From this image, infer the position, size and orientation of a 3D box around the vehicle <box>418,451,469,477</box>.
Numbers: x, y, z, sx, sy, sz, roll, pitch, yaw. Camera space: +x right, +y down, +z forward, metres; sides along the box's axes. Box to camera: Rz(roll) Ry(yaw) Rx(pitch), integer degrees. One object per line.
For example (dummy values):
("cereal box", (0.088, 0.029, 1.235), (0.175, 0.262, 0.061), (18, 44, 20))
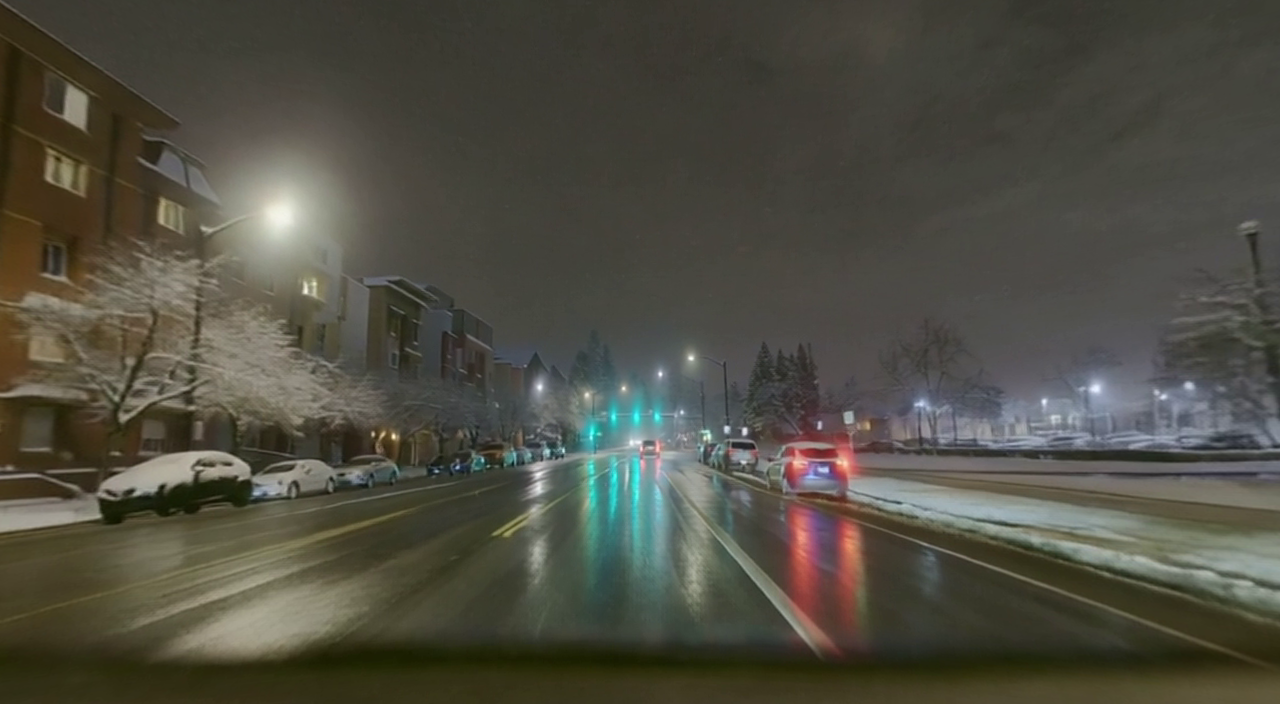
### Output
("vehicle", (-12.329, 7.030, 39.875), (1.926, 1.499, 3.869), (0, -8, 1))

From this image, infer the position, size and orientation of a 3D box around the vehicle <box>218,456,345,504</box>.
("vehicle", (-12.767, 4.555, 22.923), (1.779, 1.433, 4.633), (0, -8, 2))

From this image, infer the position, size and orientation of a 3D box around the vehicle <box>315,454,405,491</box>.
("vehicle", (-12.660, 5.449, 28.944), (1.889, 1.461, 4.608), (0, -8, 2))

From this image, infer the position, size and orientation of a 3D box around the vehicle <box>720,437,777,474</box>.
("vehicle", (5.603, 5.424, 33.309), (2.102, 1.781, 5.470), (0, -8, 0))

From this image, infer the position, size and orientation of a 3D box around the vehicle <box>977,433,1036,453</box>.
("vehicle", (28.414, 7.108, 49.152), (1.790, 1.460, 4.515), (0, -8, -2))

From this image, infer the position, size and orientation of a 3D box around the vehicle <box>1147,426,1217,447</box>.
("vehicle", (41.893, 6.593, 48.938), (1.793, 1.525, 4.157), (0, -8, 2))

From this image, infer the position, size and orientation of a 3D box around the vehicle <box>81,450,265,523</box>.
("vehicle", (-12.669, 3.619, 17.579), (1.908, 1.694, 4.306), (0, -8, -3))

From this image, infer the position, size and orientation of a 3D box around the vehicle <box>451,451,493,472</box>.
("vehicle", (-12.312, 8.023, 46.577), (1.723, 1.418, 4.359), (0, -8, 2))

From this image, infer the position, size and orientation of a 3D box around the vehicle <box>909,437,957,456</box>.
("vehicle", (22.750, 7.347, 49.209), (1.797, 1.425, 3.794), (0, -8, -2))

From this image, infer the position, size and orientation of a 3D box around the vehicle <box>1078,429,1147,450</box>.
("vehicle", (36.612, 6.817, 49.092), (1.780, 1.479, 4.556), (0, -8, -1))

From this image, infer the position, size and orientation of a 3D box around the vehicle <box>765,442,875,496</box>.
("vehicle", (5.375, 3.536, 19.513), (2.085, 1.466, 4.276), (0, -8, -1))
